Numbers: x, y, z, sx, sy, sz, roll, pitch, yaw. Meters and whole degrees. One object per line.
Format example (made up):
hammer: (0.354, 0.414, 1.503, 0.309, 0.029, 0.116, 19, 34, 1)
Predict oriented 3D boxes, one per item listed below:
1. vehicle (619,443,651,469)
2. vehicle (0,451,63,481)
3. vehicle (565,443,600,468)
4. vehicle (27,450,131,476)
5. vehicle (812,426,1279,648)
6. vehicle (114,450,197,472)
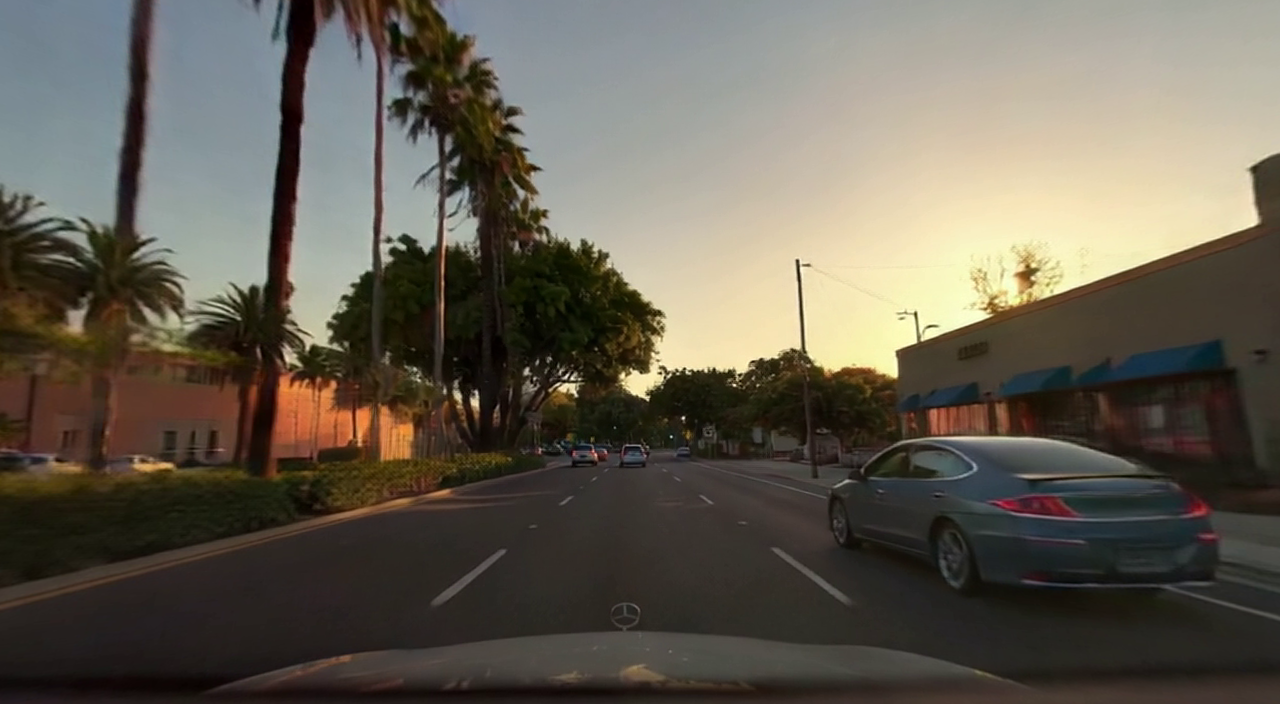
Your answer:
vehicle: (-0.395, 7.130, 43.426, 2.102, 1.653, 3.698, 0, -9, -1)
vehicle: (-34.709, 6.200, 34.533, 4.277, 1.537, 1.942, 0, -9, -3)
vehicle: (-4.082, 7.460, 45.710, 2.071, 1.744, 4.500, 0, -9, 0)
vehicle: (-35.098, 6.966, 39.641, 4.515, 1.552, 2.036, 0, -9, -1)
vehicle: (3.567, 1.618, 6.713, 2.090, 1.503, 4.566, 0, -9, -1)
vehicle: (-35.679, 8.030, 46.619, 4.294, 1.515, 2.111, 1, -9, -4)
